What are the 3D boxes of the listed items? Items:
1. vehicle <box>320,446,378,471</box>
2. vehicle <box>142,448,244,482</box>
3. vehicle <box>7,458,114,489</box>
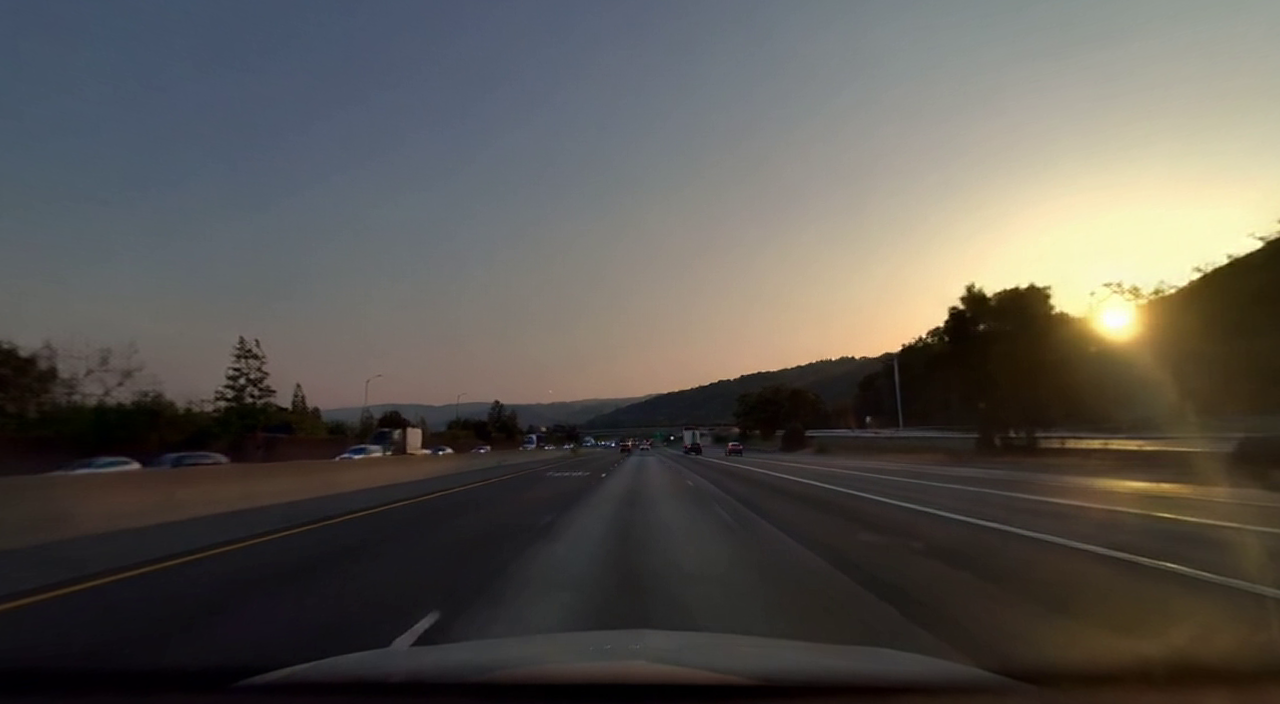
[{"bbox_3d":[-21.357,7.822,46.519,1.997,1.681,4.625,0,-8,1],"label":"vehicle"},{"bbox_3d":[-24.958,6.295,35.506,2.030,1.772,4.969,0,-8,1],"label":"vehicle"},{"bbox_3d":[-31.327,6.535,34.268,1.823,1.455,4.167,0,-8,0],"label":"vehicle"}]
